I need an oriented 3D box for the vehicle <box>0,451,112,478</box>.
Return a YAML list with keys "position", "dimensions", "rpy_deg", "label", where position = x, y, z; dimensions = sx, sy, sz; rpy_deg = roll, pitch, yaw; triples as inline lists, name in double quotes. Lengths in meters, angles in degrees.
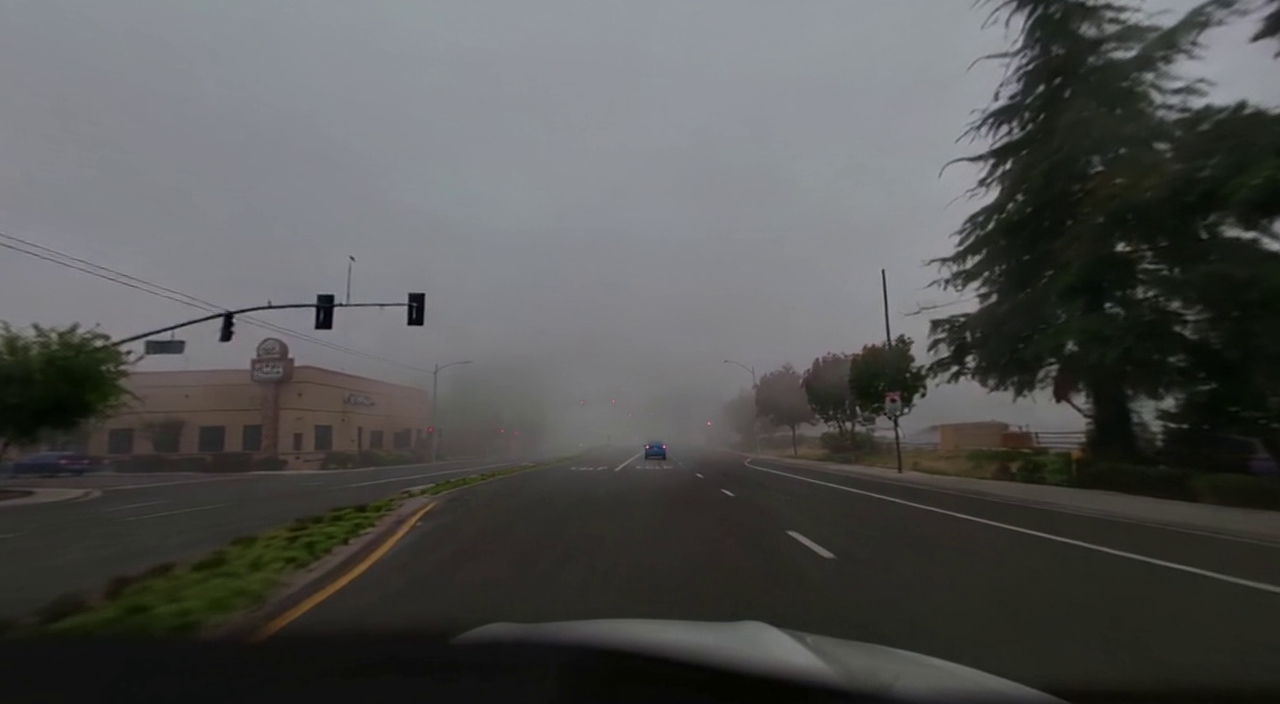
- position: [-32.696, 6.296, 35.346]
  dimensions: [4.438, 1.440, 1.782]
  rpy_deg: [0, -8, -2]
  label: "vehicle"
